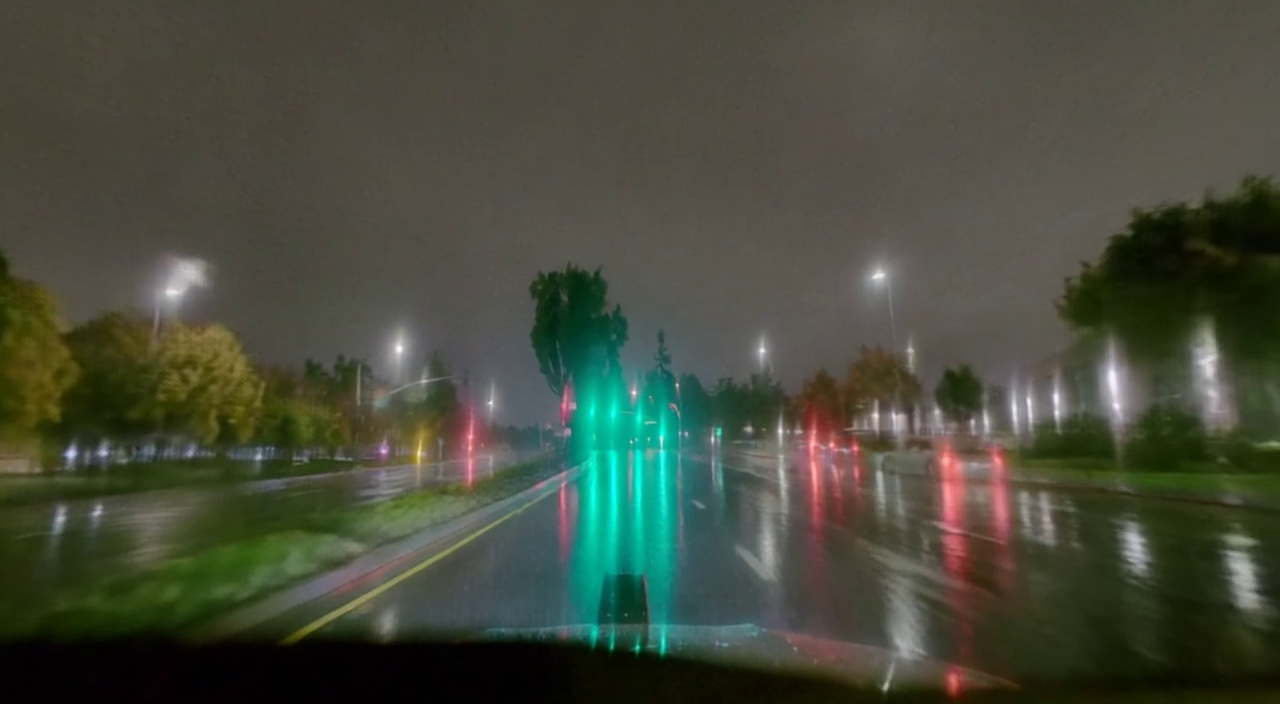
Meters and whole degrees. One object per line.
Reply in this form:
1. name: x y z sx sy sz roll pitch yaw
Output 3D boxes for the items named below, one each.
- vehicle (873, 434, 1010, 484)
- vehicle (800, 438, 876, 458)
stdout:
1. vehicle: 10.510 3.759 22.548 2.034 1.551 5.228 1 -8 -4
2. vehicle: 14.745 7.160 47.116 4.982 1.441 1.951 0 -8 -3
